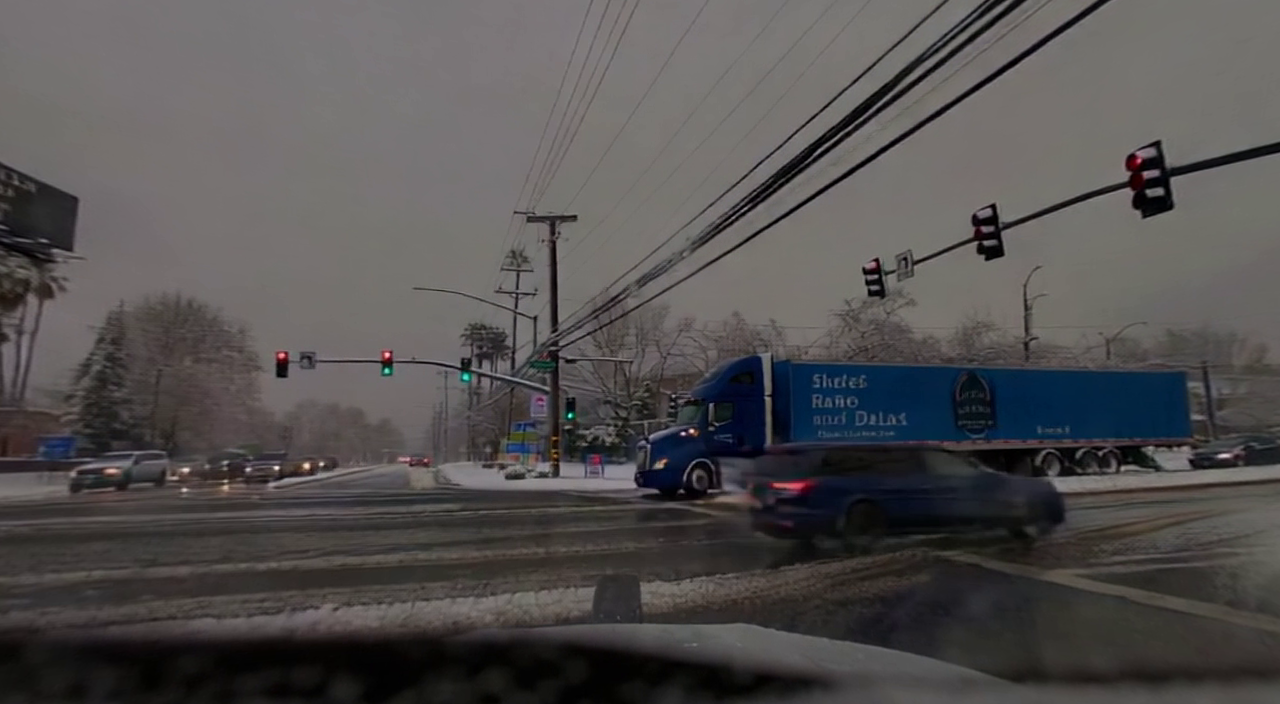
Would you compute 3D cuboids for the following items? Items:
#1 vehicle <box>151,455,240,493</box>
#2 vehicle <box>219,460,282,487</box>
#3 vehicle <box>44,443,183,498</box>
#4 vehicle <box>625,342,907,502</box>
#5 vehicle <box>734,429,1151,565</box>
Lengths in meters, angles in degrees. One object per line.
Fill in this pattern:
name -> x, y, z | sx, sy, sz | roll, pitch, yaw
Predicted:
vehicle -> -23.239, 6.370, 33.331 | 2.028, 1.744, 4.876 | 1, -9, -12
vehicle -> -25.310, 7.860, 41.322 | 1.834, 1.521, 4.970 | 1, -9, -12
vehicle -> -27.747, 6.213, 33.775 | 2.989, 2.573, 6.053 | 1, -9, -11
vehicle -> 3.873, 2.251, 20.008 | 8.167, 4.352, 3.029 | 2, -9, -18
vehicle -> 4.109, 1.856, 8.811 | 5.114, 1.492, 2.040 | 2, -9, -17
